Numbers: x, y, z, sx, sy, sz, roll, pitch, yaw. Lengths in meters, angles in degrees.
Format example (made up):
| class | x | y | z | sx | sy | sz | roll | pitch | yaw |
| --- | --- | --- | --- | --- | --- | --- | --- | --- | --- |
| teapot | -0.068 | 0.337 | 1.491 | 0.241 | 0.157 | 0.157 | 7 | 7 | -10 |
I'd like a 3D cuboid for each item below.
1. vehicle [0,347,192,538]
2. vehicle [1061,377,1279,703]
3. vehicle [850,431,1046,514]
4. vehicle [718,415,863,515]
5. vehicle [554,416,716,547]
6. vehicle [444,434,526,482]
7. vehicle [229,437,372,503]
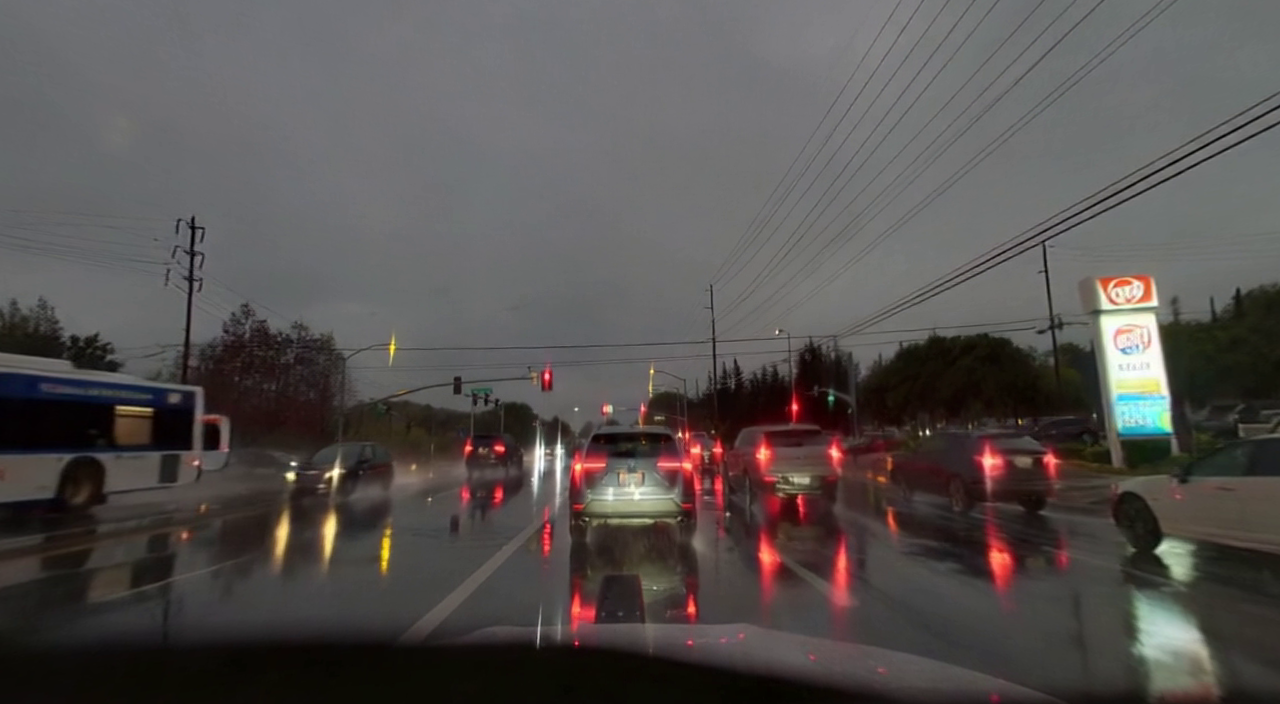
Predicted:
| class | x | y | z | sx | sy | sz | roll | pitch | yaw |
| --- | --- | --- | --- | --- | --- | --- | --- | --- | --- |
| vehicle | -13.435 | 1.515 | 10.450 | 3.031 | 3.513 | 12.586 | -1 | -8 | -1 |
| vehicle | 3.032 | 0.648 | 0.775 | 2.006 | 1.483 | 4.278 | 0 | -8 | -1 |
| vehicle | 6.364 | 2.531 | 13.793 | 1.829 | 1.494 | 4.552 | 0 | -8 | -2 |
| vehicle | 3.033 | 2.402 | 13.809 | 2.049 | 1.813 | 4.245 | 0 | -9 | -1 |
| vehicle | -0.118 | 1.985 | 10.282 | 2.087 | 1.677 | 4.053 | 0 | -8 | -2 |
| vehicle | -6.386 | 4.434 | 26.747 | 2.190 | 1.795 | 4.993 | 0 | -9 | 0 |
| vehicle | -10.352 | 3.593 | 19.716 | 2.075 | 1.719 | 4.396 | -2 | -8 | -1 |
